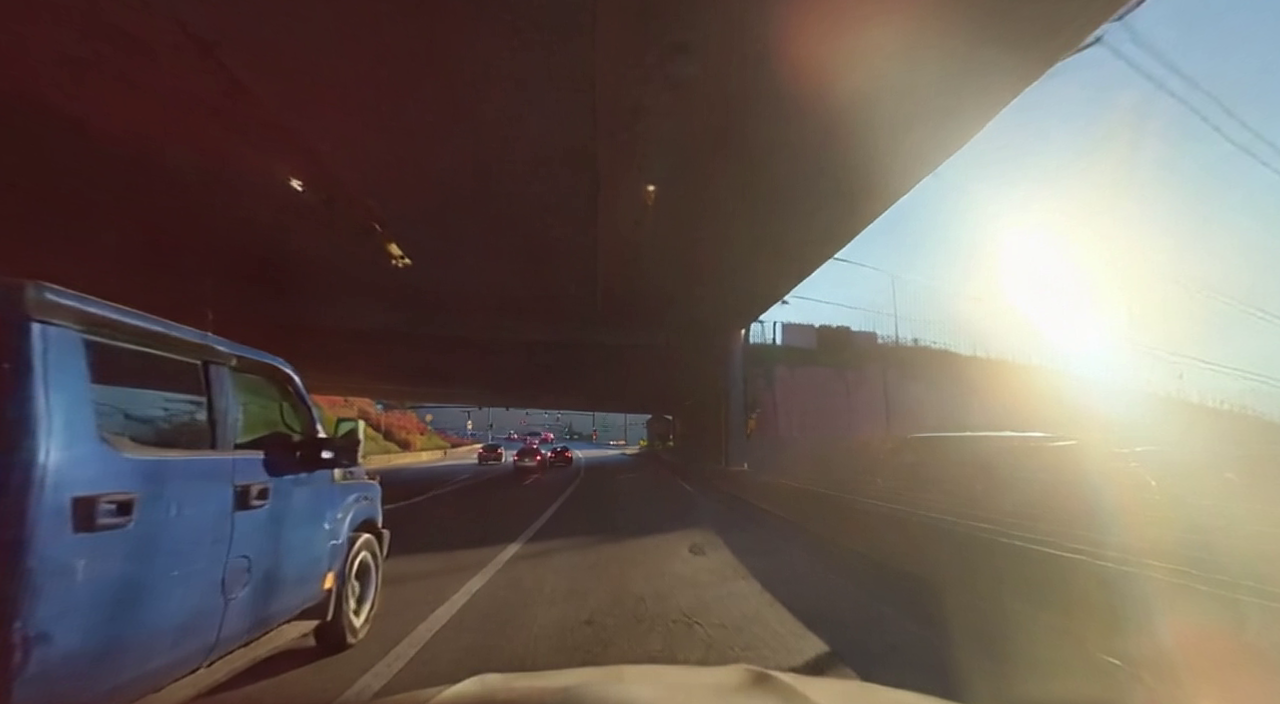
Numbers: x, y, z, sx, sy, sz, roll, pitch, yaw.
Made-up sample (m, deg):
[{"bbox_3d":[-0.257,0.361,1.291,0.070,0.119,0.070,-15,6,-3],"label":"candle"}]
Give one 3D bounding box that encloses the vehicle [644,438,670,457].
[{"bbox_3d":[1.391,7.547,49.845,1.947,1.475,3.962,-1,-8,3],"label":"vehicle"}]
